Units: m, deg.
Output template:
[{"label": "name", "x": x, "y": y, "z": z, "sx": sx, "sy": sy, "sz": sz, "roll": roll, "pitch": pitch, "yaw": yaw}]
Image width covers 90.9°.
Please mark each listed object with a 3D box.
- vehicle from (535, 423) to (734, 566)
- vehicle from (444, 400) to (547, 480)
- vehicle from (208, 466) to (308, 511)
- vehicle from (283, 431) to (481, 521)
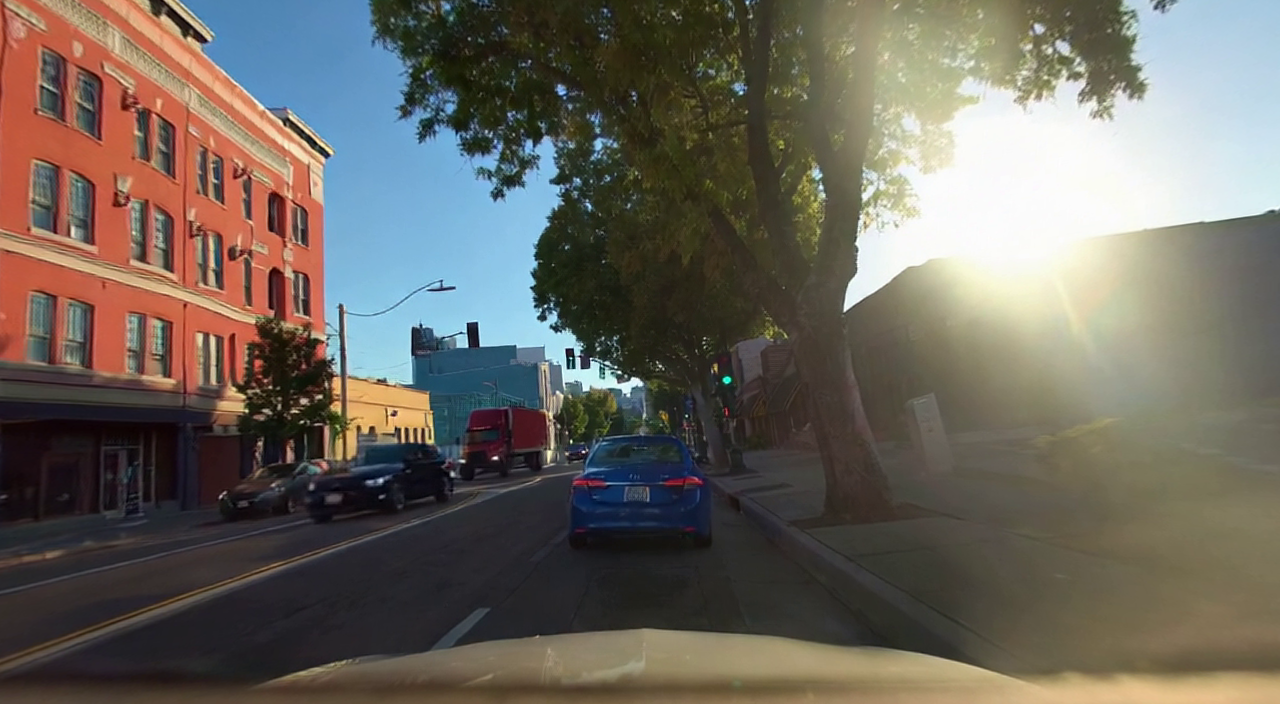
[{"label": "vehicle", "x": 0.006, "y": 1.795, "z": 8.655, "sx": 2.094, "sy": 1.478, "sz": 3.922, "roll": -1, "pitch": -8, "yaw": 2}, {"label": "vehicle", "x": -8.090, "y": 5.238, "z": 37.313, "sx": 2.986, "sy": 3.933, "sz": 11.600, "roll": 0, "pitch": -8, "yaw": 2}, {"label": "vehicle", "x": -17.451, "y": 6.232, "z": 28.886, "sx": 3.516, "sy": 1.383, "sz": 1.704, "roll": -10, "pitch": -10, "yaw": 1}, {"label": "vehicle", "x": -6.213, "y": 3.068, "z": 16.355, "sx": 2.402, "sy": 1.852, "sz": 6.057, "roll": -1, "pitch": -8, "yaw": 2}]
